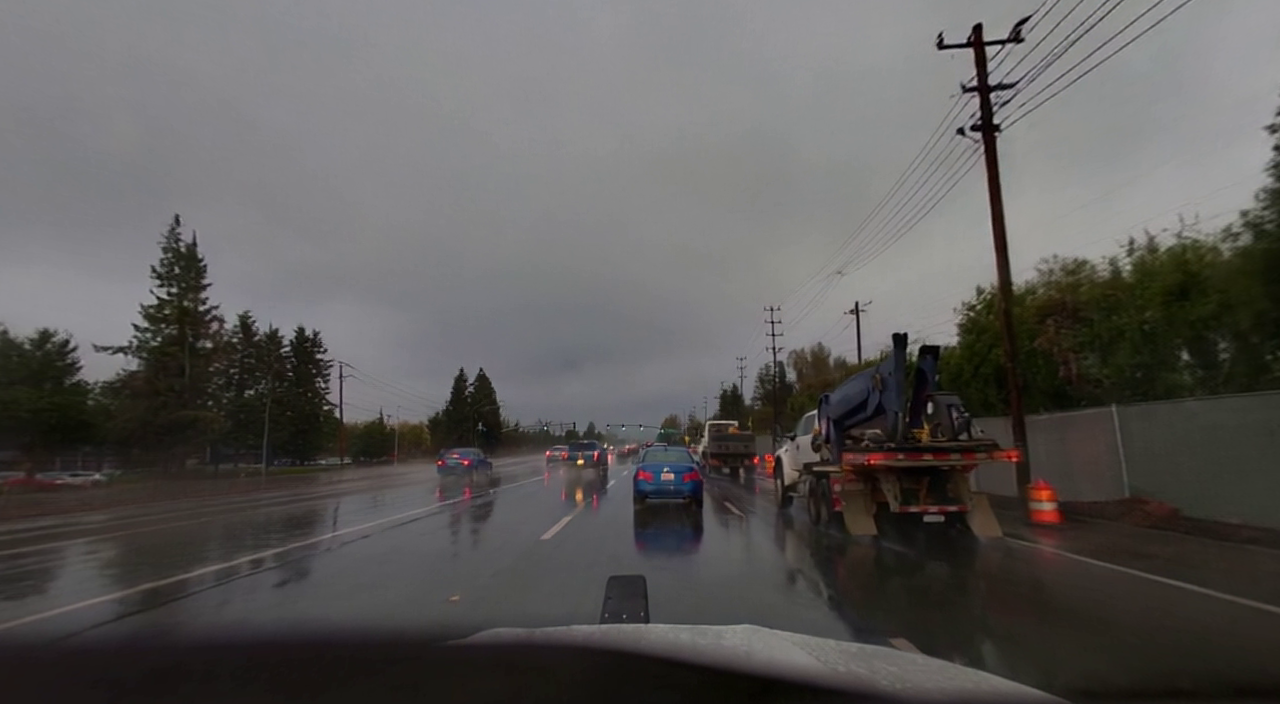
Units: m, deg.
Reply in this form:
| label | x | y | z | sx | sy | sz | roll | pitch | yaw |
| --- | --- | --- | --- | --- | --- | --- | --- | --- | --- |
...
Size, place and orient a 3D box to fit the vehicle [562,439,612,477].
| label | x | y | z | sx | sy | sz | roll | pitch | yaw |
| --- | --- | --- | --- | --- | --- | --- | --- | --- | --- |
| vehicle | -2.561 | 5.257 | 31.498 | 1.989 | 1.729 | 4.184 | 0 | -9 | 2 |

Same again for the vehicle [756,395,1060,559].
| label | x | y | z | sx | sy | sz | roll | pitch | yaw |
| --- | --- | --- | --- | --- | --- | --- | --- | --- | --- |
| vehicle | 3.900 | 2.012 | 10.996 | 2.555 | 2.017 | 6.201 | 0 | -9 | 0 |

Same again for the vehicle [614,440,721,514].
| label | x | y | z | sx | sy | sz | roll | pitch | yaw |
| --- | --- | --- | --- | --- | --- | --- | --- | --- | --- |
| vehicle | 0.592 | 2.838 | 14.858 | 2.128 | 1.473 | 4.272 | 0 | -9 | 1 |

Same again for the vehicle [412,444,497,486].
| label | x | y | z | sx | sy | sz | roll | pitch | yaw |
| --- | --- | --- | --- | --- | --- | --- | --- | --- | --- |
| vehicle | -7.299 | 4.468 | 25.414 | 2.018 | 1.490 | 4.926 | 0 | -8 | -1 |
